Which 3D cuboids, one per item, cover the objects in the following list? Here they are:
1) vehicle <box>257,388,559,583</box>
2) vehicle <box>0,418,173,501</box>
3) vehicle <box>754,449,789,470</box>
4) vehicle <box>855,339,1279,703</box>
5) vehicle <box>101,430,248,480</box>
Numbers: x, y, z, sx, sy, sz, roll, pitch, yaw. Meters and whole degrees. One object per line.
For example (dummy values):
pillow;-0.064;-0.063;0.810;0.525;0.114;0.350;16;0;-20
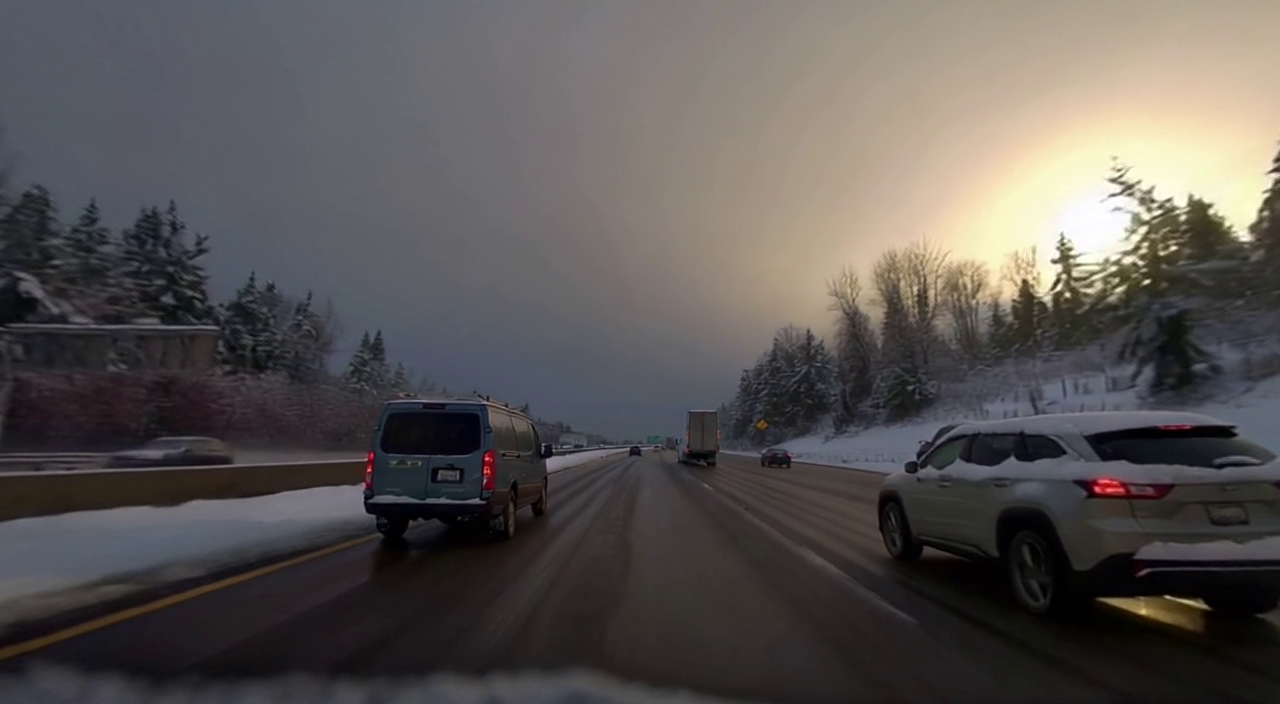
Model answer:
vehicle;-2.650;1.712;9.000;2.159;1.922;5.345;0;-8;1
vehicle;-15.243;2.770;16.614;1.979;1.846;4.934;0;-8;1
vehicle;9.956;8.168;48.099;1.929;1.470;4.466;0;-8;3
vehicle;3.771;1.205;5.270;2.209;1.862;4.717;0;-8;-1
vehicle;-17.913;3.983;24.680;1.925;1.719;5.092;0;-8;-1
